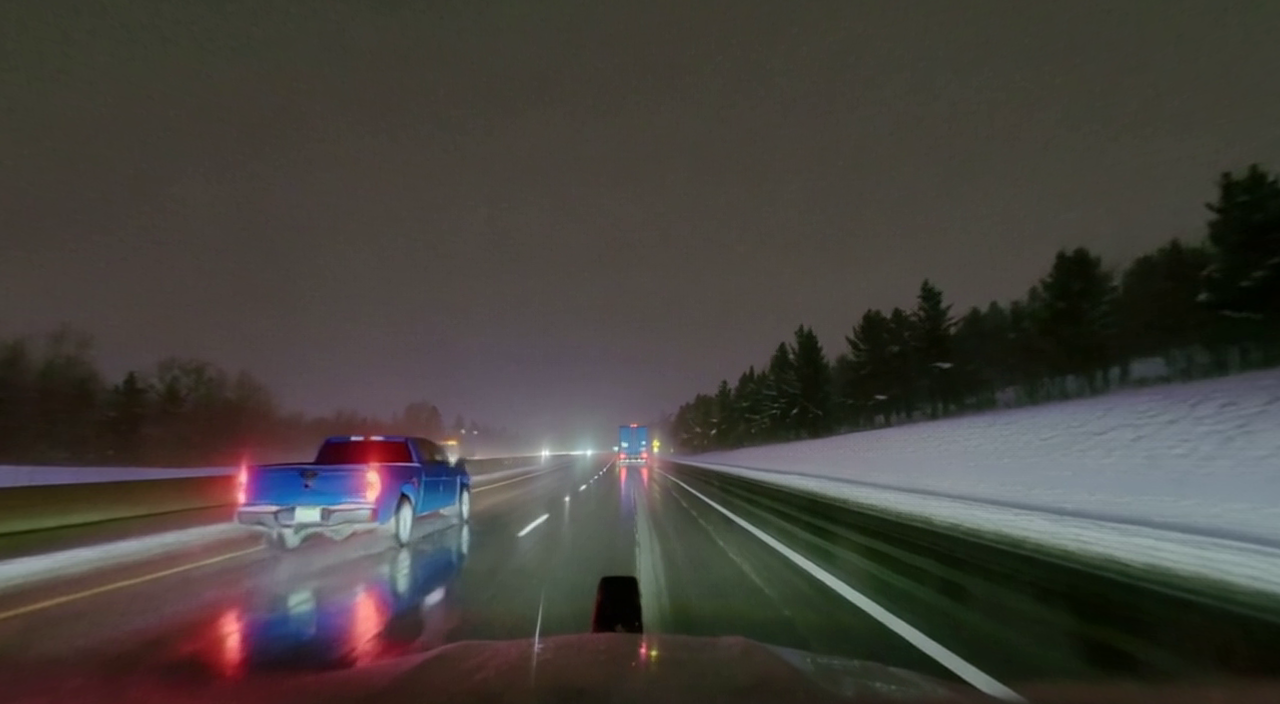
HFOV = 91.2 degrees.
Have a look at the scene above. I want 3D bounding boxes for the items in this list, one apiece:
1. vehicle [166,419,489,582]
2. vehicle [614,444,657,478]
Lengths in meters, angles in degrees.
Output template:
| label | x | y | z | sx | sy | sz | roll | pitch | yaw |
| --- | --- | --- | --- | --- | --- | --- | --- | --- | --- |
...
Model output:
| label | x | y | z | sx | sy | sz | roll | pitch | yaw |
| --- | --- | --- | --- | --- | --- | --- | --- | --- | --- |
| vehicle | -3.781 | 1.890 | 8.845 | 2.181 | 1.653 | 4.691 | 0 | -9 | -1 |
| vehicle | -0.260 | 5.962 | 34.479 | 2.230 | 1.715 | 4.243 | 0 | -9 | -1 |
